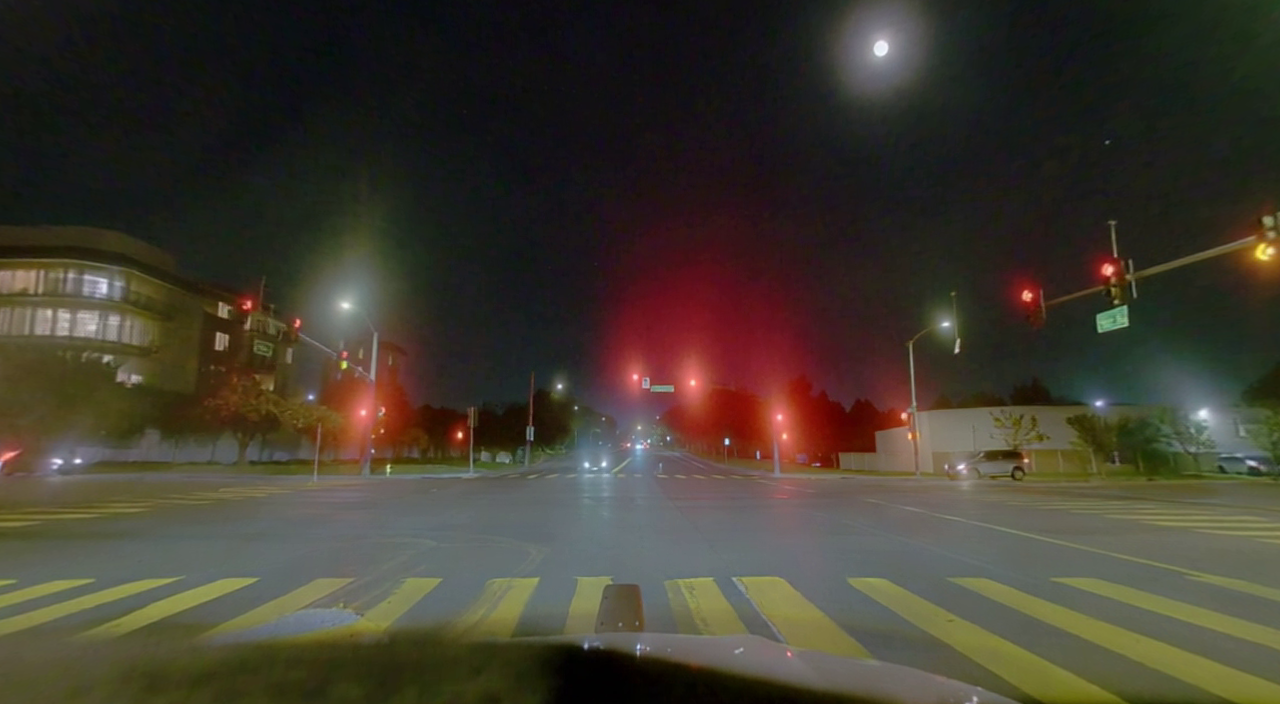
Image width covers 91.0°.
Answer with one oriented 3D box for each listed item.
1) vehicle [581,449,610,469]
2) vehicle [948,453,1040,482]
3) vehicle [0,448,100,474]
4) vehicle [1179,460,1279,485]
[{"bbox_3d":[-3.459,8.354,49.205,1.908,1.441,4.142,0,-8,1],"label":"vehicle"},{"bbox_3d":[21.088,6.877,37.592,4.447,1.623,1.801,0,-9,-3],"label":"vehicle"},{"bbox_3d":[-35.147,6.415,37.181,4.741,1.447,1.807,0,-9,0],"label":"vehicle"},{"bbox_3d":[36.201,7.314,38.305,4.976,1.428,1.929,0,-8,-2],"label":"vehicle"}]
